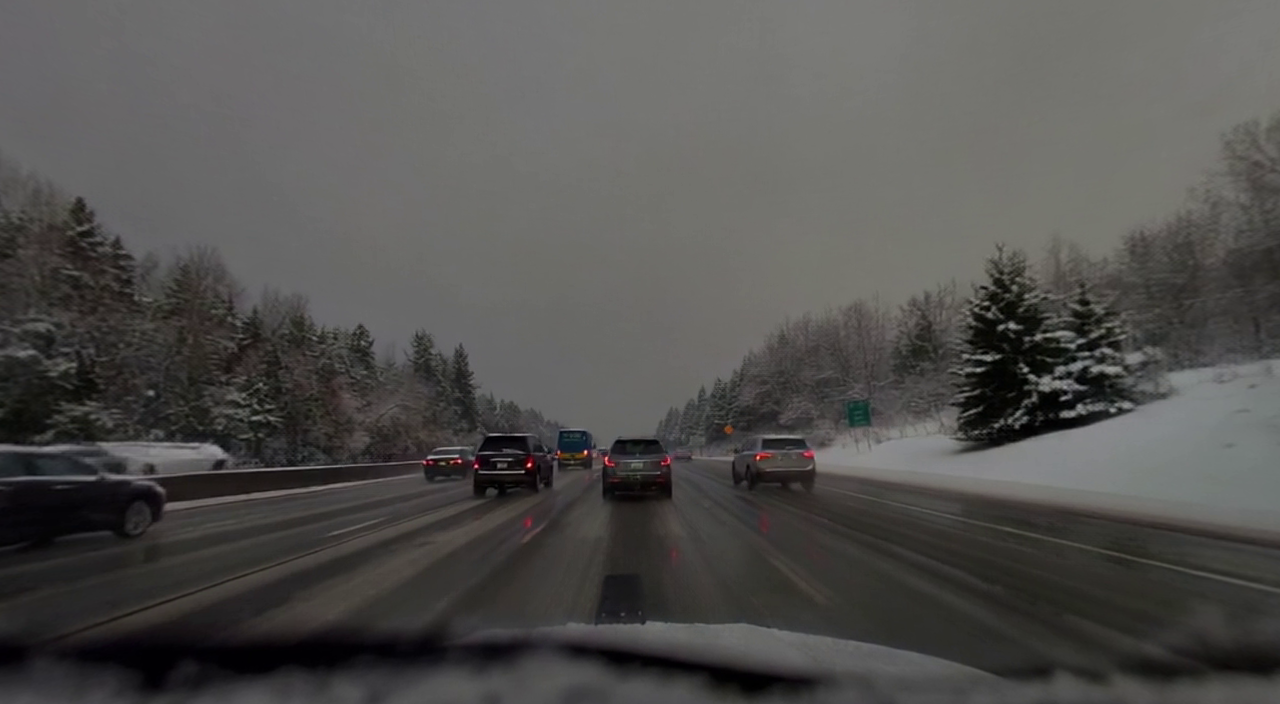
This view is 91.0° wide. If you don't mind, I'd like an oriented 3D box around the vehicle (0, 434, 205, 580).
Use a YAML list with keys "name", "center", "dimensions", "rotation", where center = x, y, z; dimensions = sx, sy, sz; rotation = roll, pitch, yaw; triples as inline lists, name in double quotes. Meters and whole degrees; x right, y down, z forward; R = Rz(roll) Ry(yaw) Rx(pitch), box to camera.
- name: "vehicle"
  center: [-7.720, 1.761, 7.467]
  dimensions: [1.927, 1.514, 4.474]
  rotation: [0, -9, 0]

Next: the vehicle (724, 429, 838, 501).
- name: "vehicle"
  center: [3.974, 3.284, 18.802]
  dimensions: [2.175, 1.830, 5.173]
  rotation: [0, -9, 0]

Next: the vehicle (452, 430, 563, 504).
- name: "vehicle"
  center: [-3.531, 3.158, 17.703]
  dimensions: [2.142, 1.808, 4.266]
  rotation: [0, -9, 1]

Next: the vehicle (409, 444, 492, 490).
- name: "vehicle"
  center: [-7.181, 4.377, 24.343]
  dimensions: [1.931, 1.617, 4.060]
  rotation: [0, -9, 0]

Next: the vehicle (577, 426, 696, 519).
- name: "vehicle"
  center: [-0.035, 2.581, 13.986]
  dimensions: [2.223, 1.722, 4.177]
  rotation: [0, -9, 1]
